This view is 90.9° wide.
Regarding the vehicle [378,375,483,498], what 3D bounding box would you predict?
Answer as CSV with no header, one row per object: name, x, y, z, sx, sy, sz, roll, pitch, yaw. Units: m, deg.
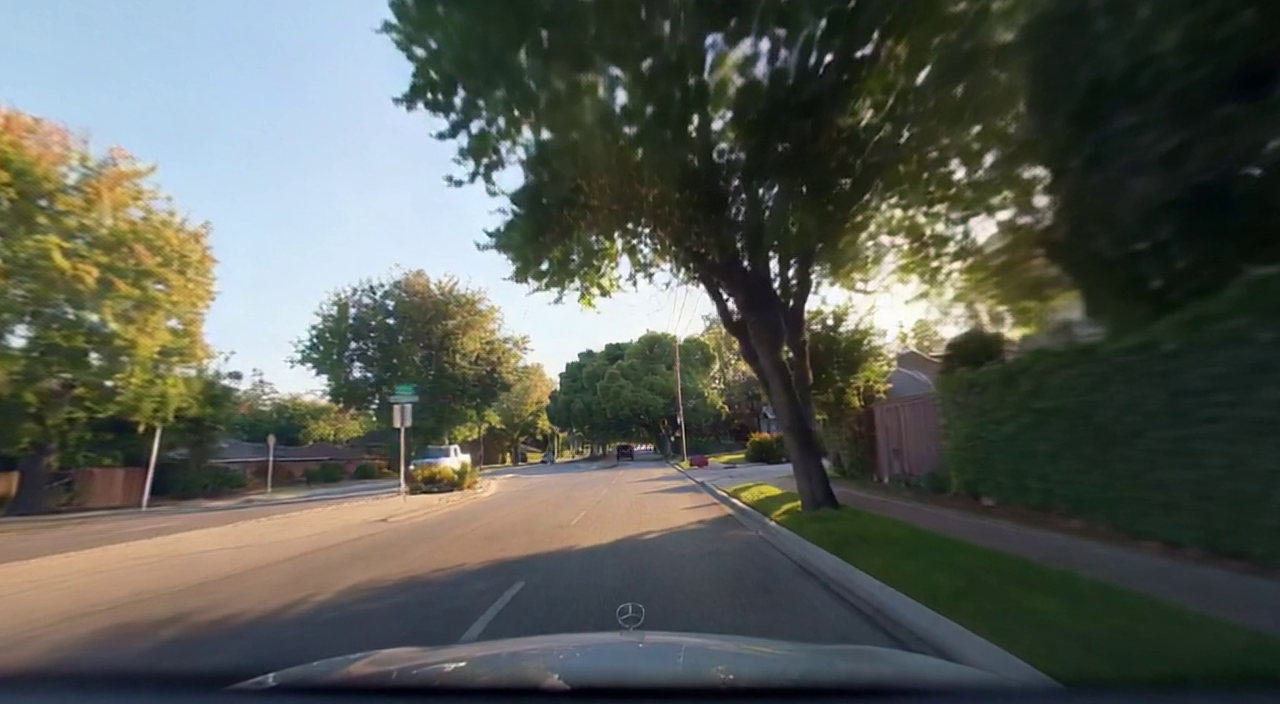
vehicle,-6.829,2.807,20.993,2.365,3.642,3.374,-2,-8,-1
